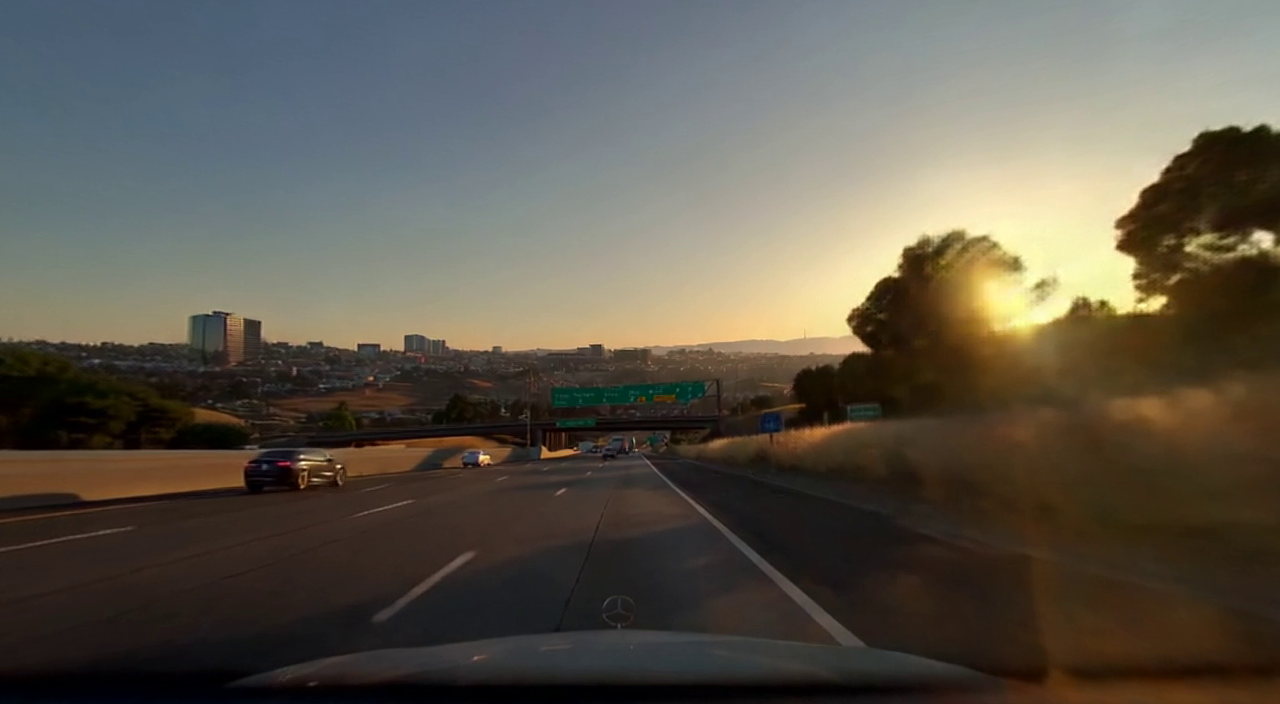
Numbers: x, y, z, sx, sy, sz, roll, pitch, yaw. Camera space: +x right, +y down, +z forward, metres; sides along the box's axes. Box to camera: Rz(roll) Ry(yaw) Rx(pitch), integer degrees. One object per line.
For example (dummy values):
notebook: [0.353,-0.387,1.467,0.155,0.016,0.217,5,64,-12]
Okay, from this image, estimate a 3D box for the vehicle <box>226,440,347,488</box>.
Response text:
vehicle: [-14.536,4.629,26.446,2.049,1.792,5.177,0,-9,0]
